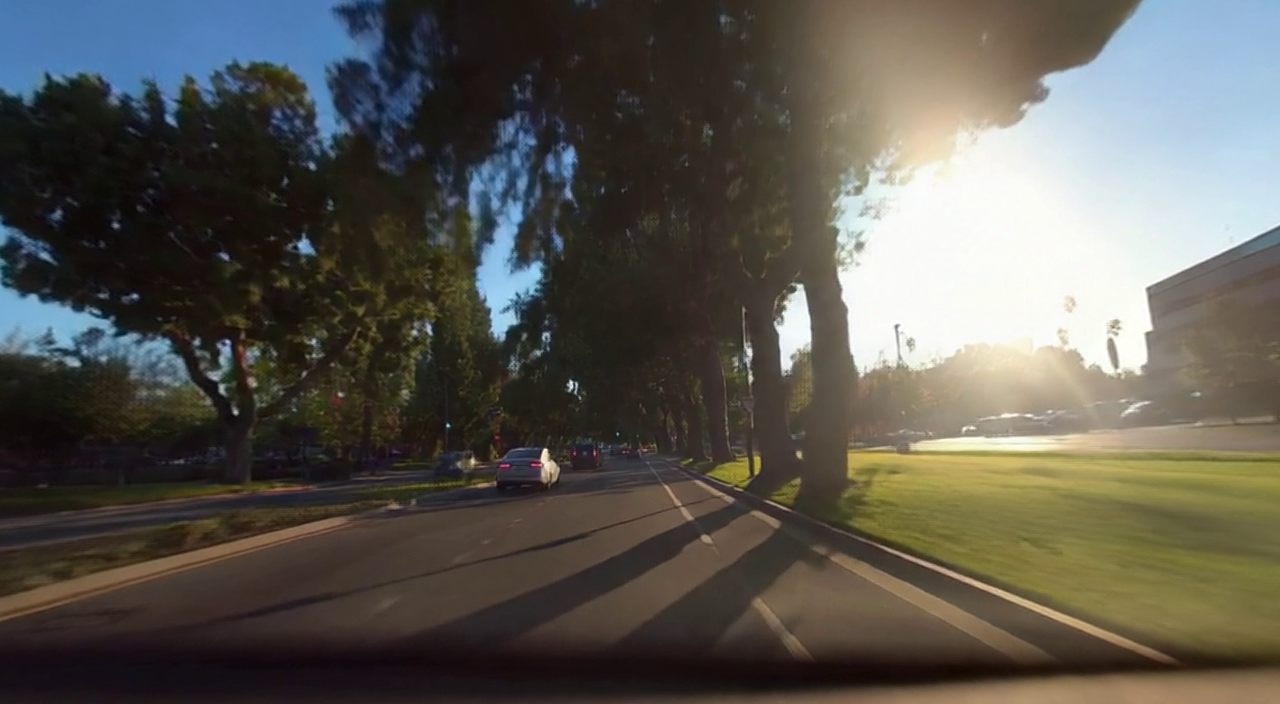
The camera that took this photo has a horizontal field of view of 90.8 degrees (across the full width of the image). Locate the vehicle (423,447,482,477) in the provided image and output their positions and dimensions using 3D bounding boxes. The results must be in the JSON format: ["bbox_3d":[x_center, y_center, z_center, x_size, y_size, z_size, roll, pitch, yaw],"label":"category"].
[{"bbox_3d":[-11.882,6.978,40.446,2.109,1.729,5.492,0,-9,0],"label":"vehicle"}]

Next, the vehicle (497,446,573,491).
[{"bbox_3d":[-3.632,4.078,22.535,1.932,1.431,4.144,0,-9,1],"label":"vehicle"}]
